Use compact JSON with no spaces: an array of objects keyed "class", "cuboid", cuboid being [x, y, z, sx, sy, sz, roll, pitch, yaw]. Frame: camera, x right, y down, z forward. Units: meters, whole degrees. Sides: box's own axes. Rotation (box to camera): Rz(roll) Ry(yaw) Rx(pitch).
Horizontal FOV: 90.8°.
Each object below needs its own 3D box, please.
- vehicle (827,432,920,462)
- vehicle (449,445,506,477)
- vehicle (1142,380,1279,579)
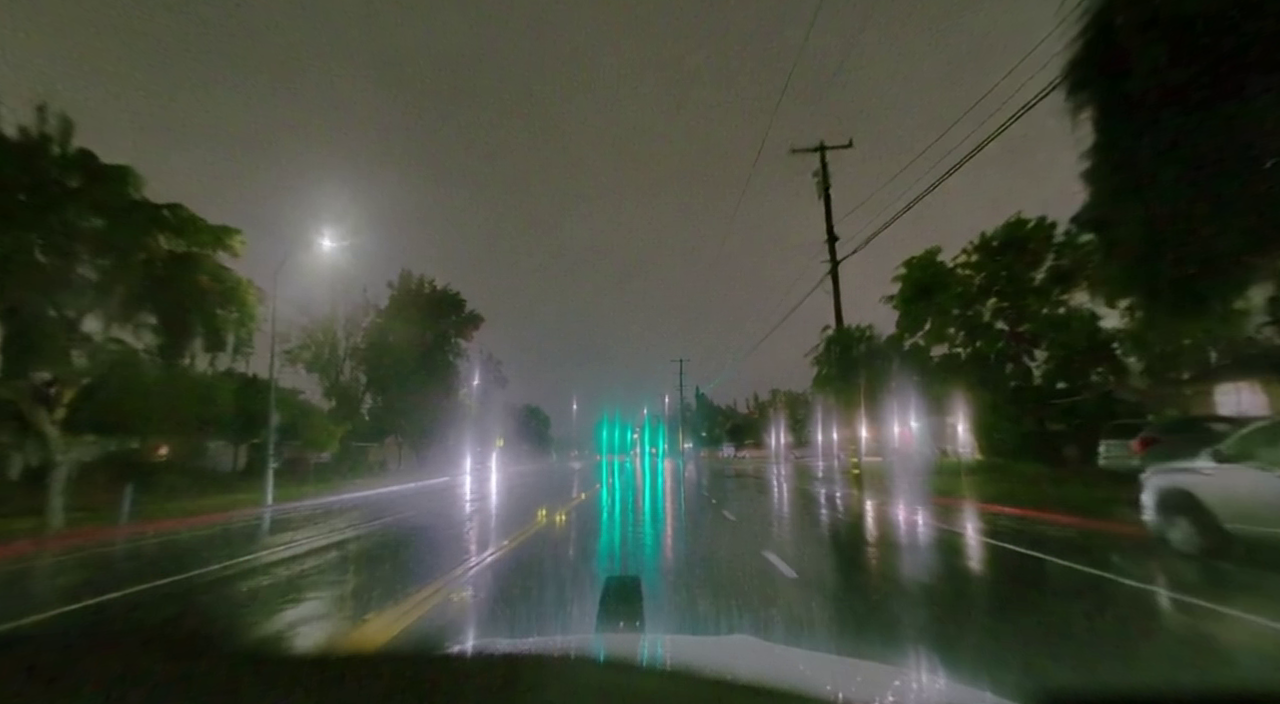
[{"class":"vehicle","cuboid":[14.070,5.770,38.321,4.793,1.744,2.055,-1,-9,1]},{"class":"vehicle","cuboid":[-10.767,7.318,42.378,2.347,1.960,5.167,-2,-10,2]},{"class":"vehicle","cuboid":[7.443,1.153,5.560,2.040,1.970,4.753,0,-9,0]}]
